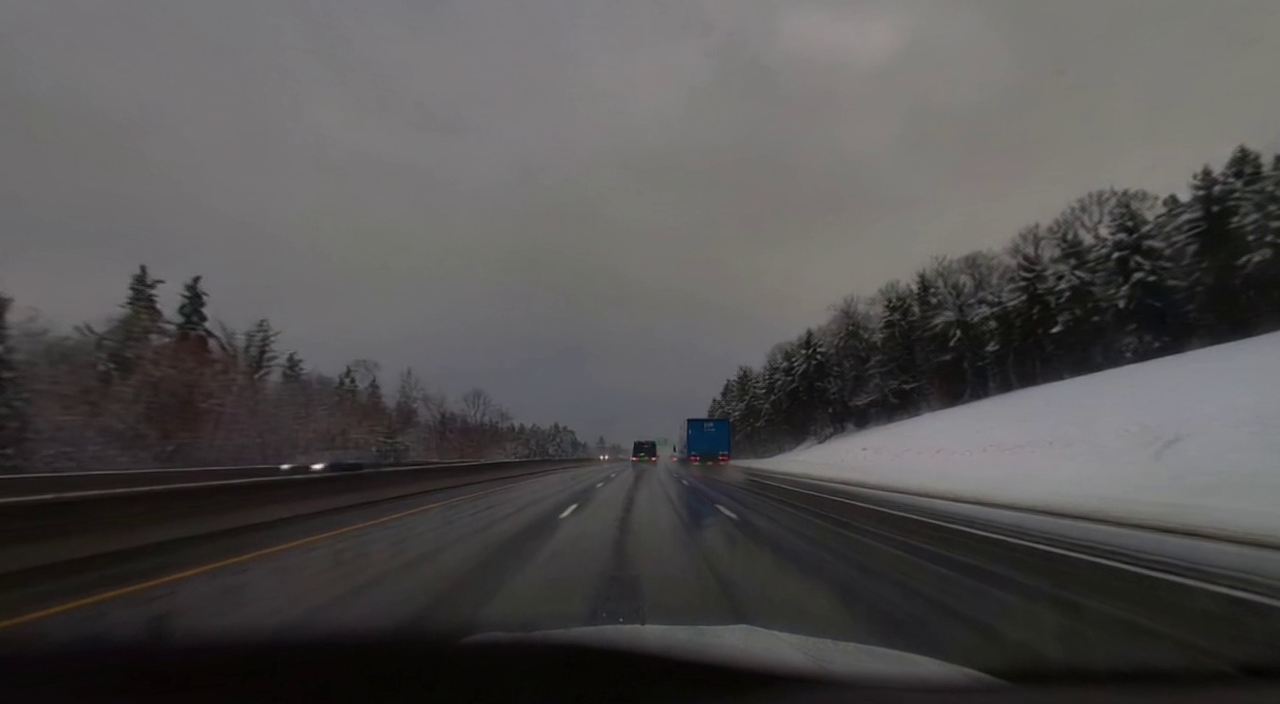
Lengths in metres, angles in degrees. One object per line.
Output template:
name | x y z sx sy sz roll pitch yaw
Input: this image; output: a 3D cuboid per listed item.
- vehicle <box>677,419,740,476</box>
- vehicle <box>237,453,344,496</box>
vehicle | 4.336 6.365 42.027 2.960 3.381 8.914 0 -9 -1
vehicle | -14.775 5.175 27.044 1.914 1.652 4.631 0 -9 0
